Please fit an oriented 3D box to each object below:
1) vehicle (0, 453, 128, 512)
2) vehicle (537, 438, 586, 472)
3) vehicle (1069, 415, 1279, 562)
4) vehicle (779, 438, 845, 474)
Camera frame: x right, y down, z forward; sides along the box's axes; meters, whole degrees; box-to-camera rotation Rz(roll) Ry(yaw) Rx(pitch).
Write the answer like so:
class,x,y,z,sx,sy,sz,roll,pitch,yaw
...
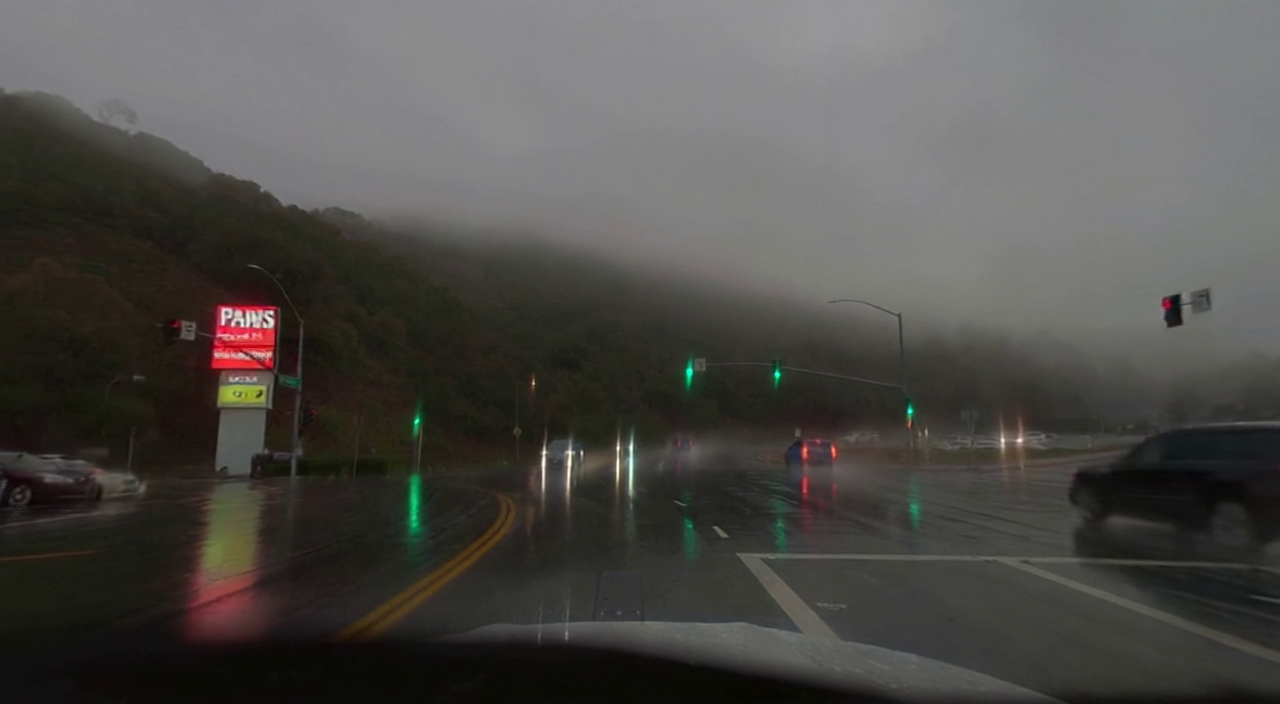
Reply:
class,x,y,z,sx,sy,sz,roll,pitch,yaw
vehicle,-19.790,4.195,20.478,4.440,1.748,2.033,0,-9,1
vehicle,-4.595,6.127,37.658,2.238,1.883,4.503,0,-9,2
vehicle,9.411,1.987,9.583,2.114,1.898,4.996,0,-8,-1
vehicle,9.421,5.734,34.880,2.273,1.839,4.218,1,-9,-3
